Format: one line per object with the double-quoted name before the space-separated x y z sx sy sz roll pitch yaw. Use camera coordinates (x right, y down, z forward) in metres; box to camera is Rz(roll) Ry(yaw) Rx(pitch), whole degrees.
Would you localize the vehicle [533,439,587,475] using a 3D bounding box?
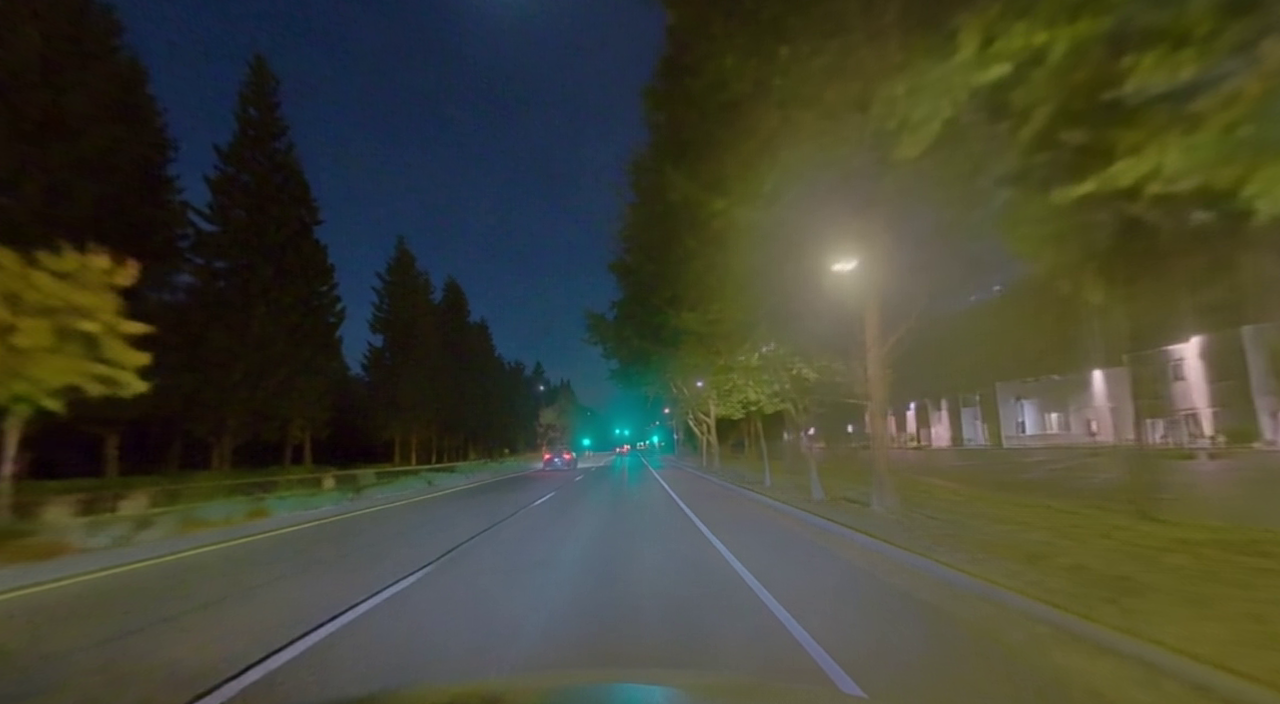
"vehicle" -4.058 5.408 32.840 2.202 1.685 4.772 0 -9 0
